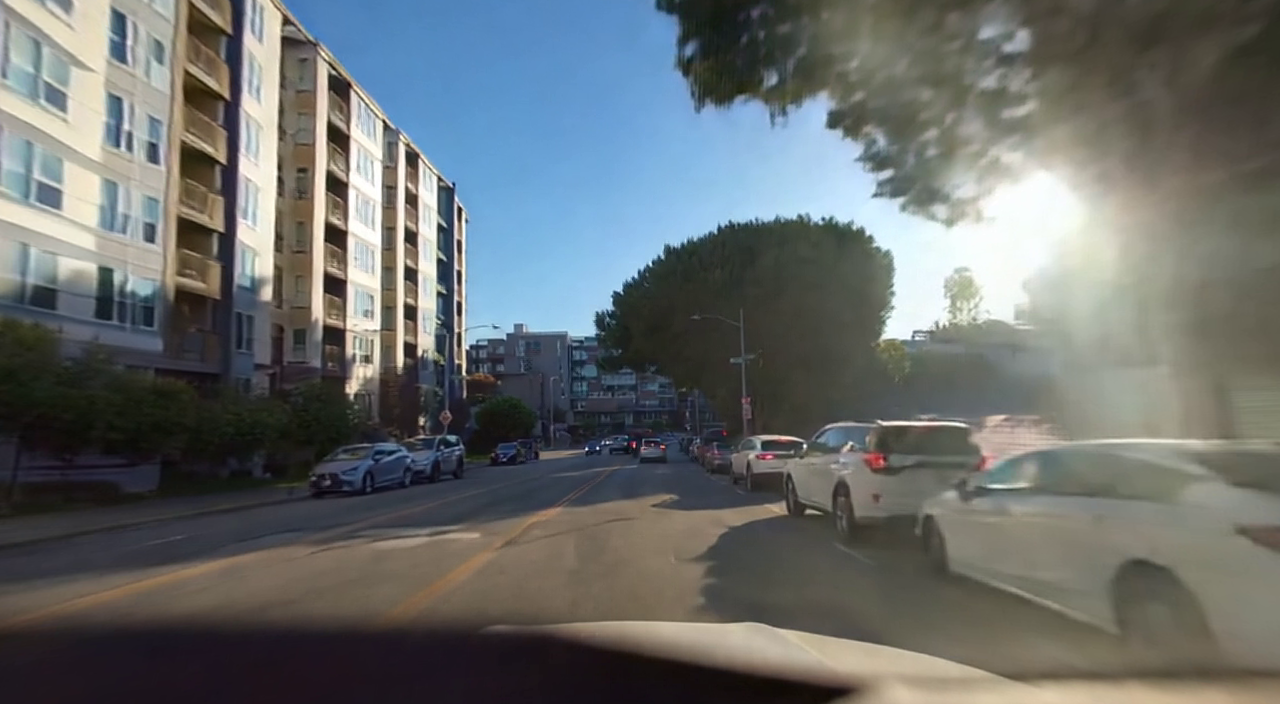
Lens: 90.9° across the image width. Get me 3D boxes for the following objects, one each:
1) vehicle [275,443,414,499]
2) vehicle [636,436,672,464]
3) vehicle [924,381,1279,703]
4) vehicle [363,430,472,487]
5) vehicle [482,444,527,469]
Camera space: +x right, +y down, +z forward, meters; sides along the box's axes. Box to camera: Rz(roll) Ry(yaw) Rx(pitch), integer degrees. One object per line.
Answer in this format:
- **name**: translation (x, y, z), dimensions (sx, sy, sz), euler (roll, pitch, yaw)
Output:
- **vehicle**: translation (-9.206, 3.722, 20.171), dimensions (2.089, 1.549, 4.597), euler (-1, -8, 2)
- **vehicle**: translation (0.895, 6.460, 41.555), dimensions (2.261, 1.740, 4.065), euler (0, -8, 0)
- **vehicle**: translation (3.778, 1.164, 4.523), dimensions (1.946, 1.607, 3.082), euler (0, -8, -1)
- **vehicle**: translation (-8.962, 4.339, 26.071), dimensions (2.457, 2.048, 5.461), euler (0, -8, 0)
- **vehicle**: translation (-8.803, 6.821, 41.331), dimensions (2.021, 1.474, 4.337), euler (0, -8, -1)
